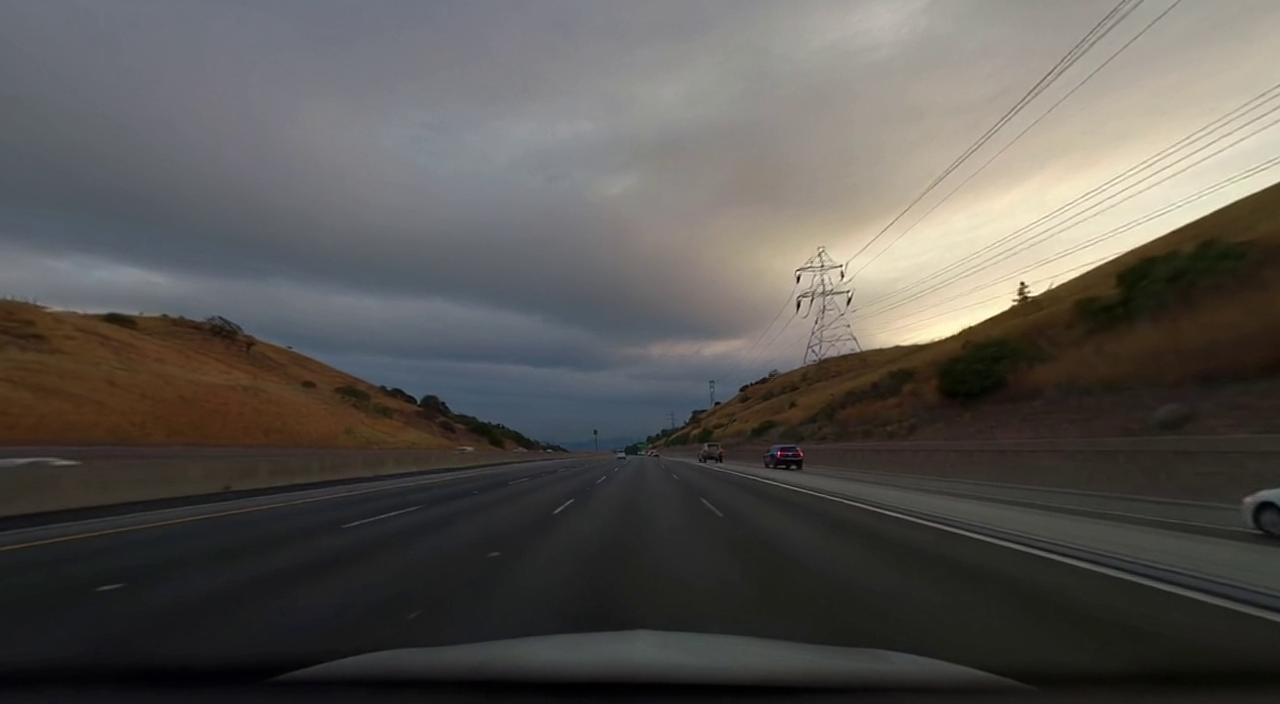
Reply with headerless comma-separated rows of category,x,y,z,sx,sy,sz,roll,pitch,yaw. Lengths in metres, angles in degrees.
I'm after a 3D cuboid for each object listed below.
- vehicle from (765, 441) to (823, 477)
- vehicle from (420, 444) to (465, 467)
vehicle,8.543,5.964,35.317,2.108,1.870,4.435,0,-9,-1
vehicle,-14.648,7.681,46.970,1.871,1.589,4.446,0,-9,1
